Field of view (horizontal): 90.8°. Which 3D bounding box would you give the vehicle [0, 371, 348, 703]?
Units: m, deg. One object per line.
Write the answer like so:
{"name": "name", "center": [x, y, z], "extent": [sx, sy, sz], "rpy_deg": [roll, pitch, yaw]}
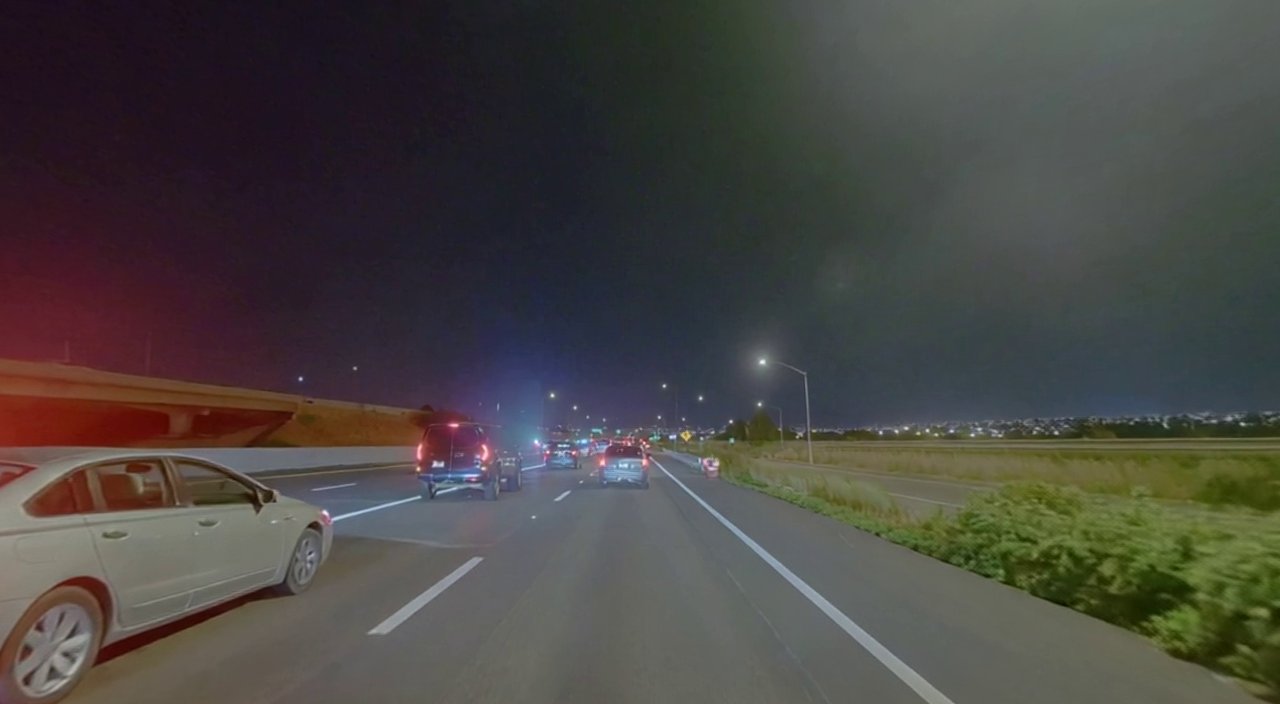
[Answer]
{"name": "vehicle", "center": [-3.811, 1.029, 3.674], "extent": [2.041, 1.604, 4.384], "rpy_deg": [0, -9, 1]}

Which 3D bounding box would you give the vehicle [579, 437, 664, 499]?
{"name": "vehicle", "center": [-0.479, 3.114, 17.360], "extent": [2.069, 1.484, 3.918], "rpy_deg": [0, -9, -1]}

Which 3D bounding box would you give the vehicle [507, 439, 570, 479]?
{"name": "vehicle", "center": [-3.967, 4.258, 25.312], "extent": [1.824, 1.459, 4.007], "rpy_deg": [0, -9, 0]}

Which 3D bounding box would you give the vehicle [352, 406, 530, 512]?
{"name": "vehicle", "center": [-4.294, 2.475, 14.973], "extent": [2.324, 2.012, 5.740], "rpy_deg": [0, -9, 0]}
